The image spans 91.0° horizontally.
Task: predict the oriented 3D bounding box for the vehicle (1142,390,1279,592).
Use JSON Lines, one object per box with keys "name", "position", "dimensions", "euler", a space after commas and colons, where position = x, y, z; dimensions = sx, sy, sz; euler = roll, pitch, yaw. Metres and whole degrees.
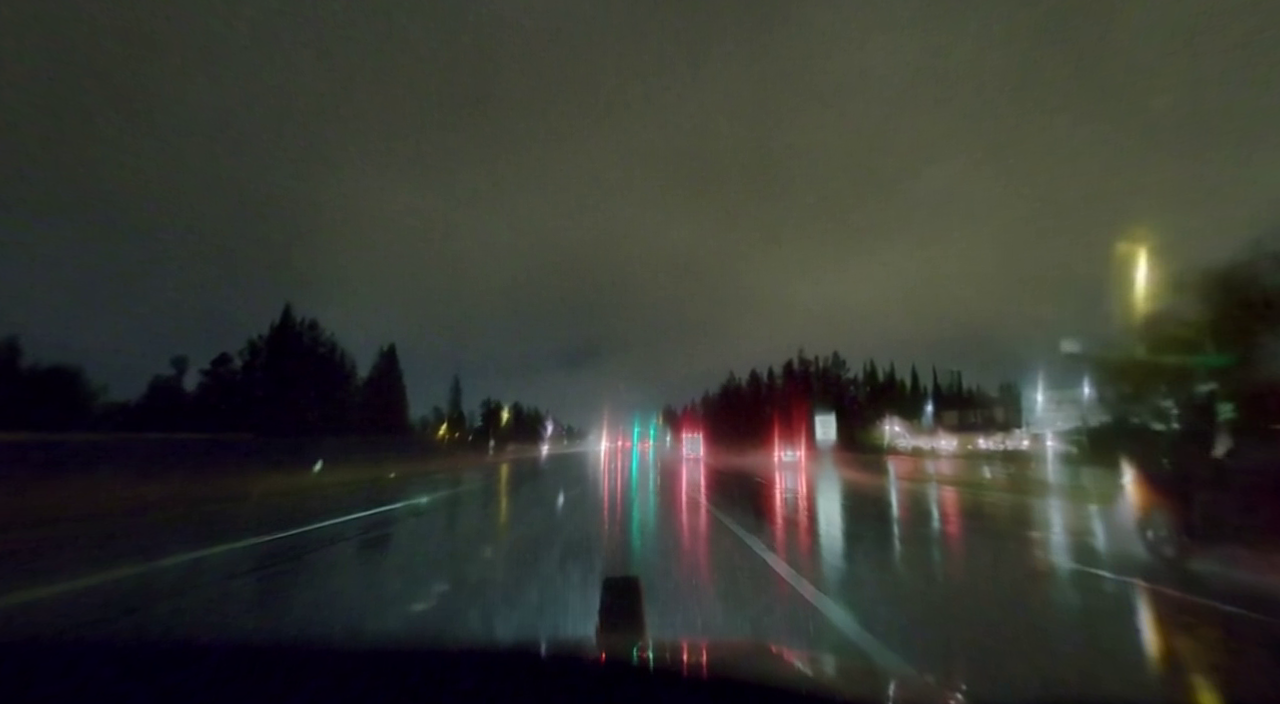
{"name": "vehicle", "position": [6.677, 1.087, 4.659], "dimensions": [2.096, 1.767, 4.601], "euler": [0, -9, 0]}
